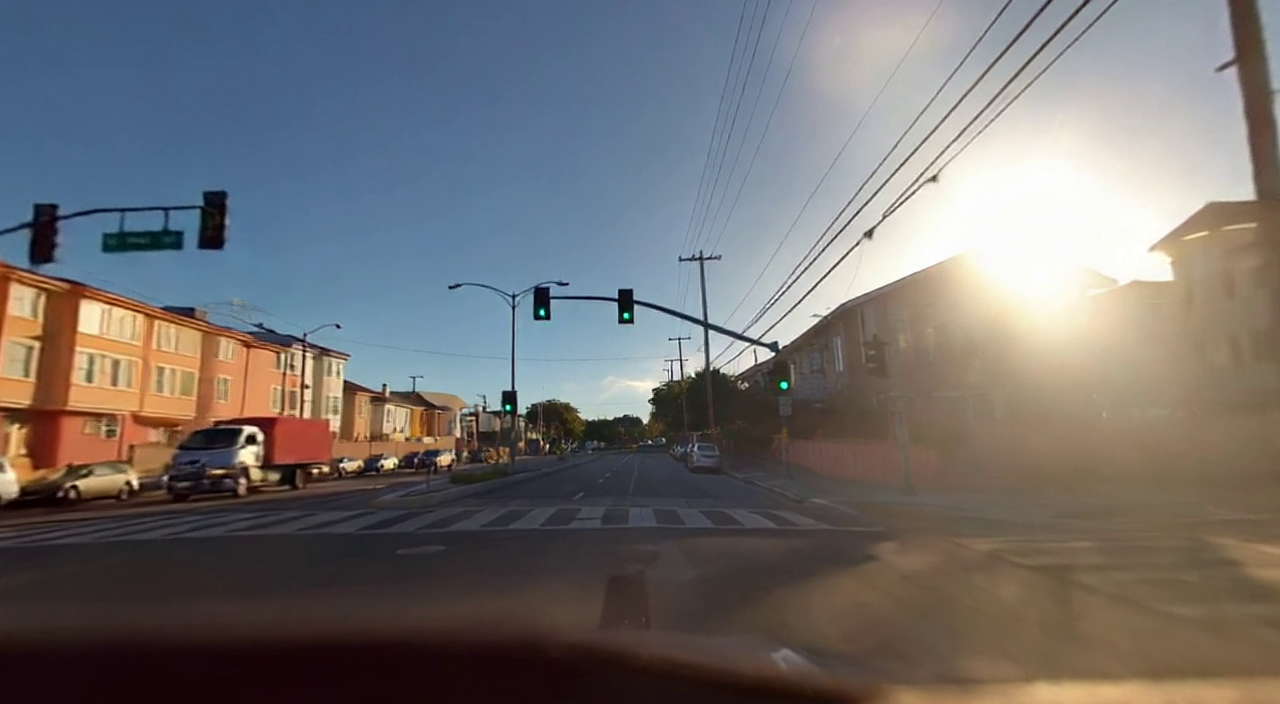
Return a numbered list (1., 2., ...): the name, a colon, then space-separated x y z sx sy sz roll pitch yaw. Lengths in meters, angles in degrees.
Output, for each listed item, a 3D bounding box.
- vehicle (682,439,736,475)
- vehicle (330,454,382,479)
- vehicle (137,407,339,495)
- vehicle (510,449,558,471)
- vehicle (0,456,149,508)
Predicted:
1. vehicle: 3.124 4.862 29.361 1.986 1.491 4.500 0 -9 0
2. vehicle: -18.686 7.516 41.582 1.652 1.478 3.682 0 -8 1
3. vehicle: -16.169 4.116 26.354 2.979 3.071 7.978 0 -9 1
4. vehicle: -5.954 6.104 35.636 1.925 1.016 2.951 -2 -6 6
5. vehicle: -19.295 4.300 21.310 1.751 1.487 4.514 0 -9 -1
